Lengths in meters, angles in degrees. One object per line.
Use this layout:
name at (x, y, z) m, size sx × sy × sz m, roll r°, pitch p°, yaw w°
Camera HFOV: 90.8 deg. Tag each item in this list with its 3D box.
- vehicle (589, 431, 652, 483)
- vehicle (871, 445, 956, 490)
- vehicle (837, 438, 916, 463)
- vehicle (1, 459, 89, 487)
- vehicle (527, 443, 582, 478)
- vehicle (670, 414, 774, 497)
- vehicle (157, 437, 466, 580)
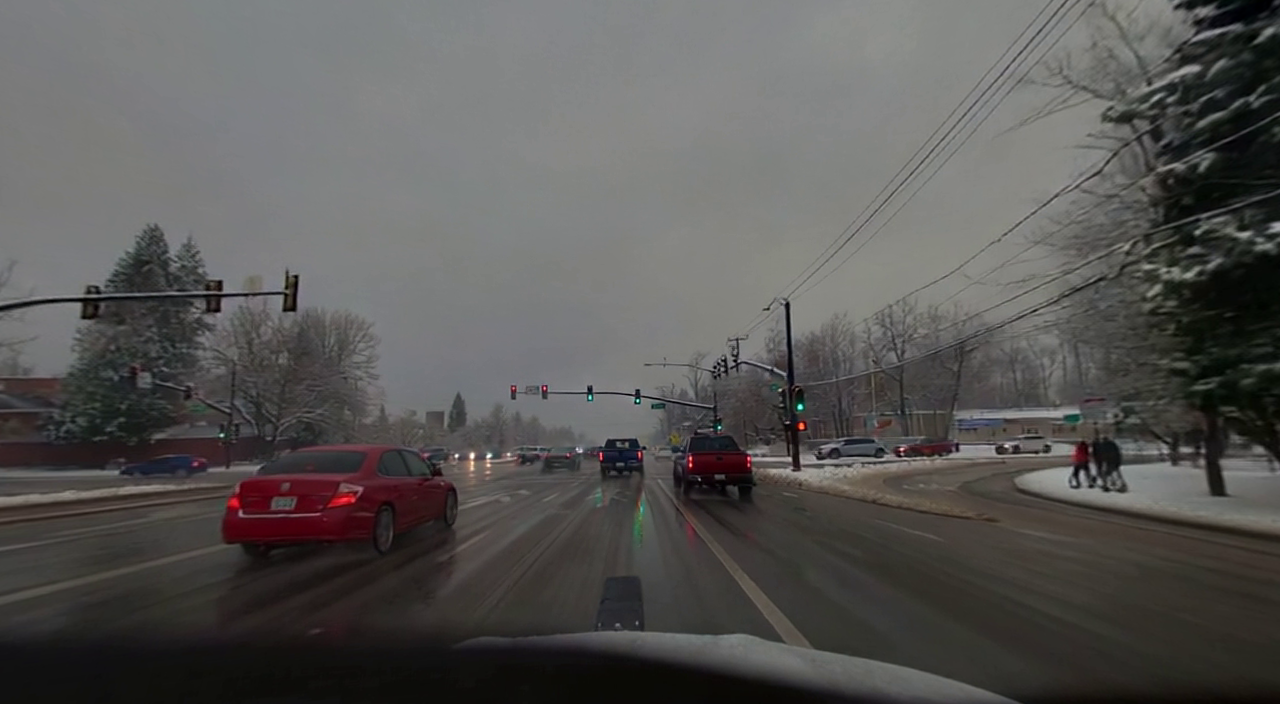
vehicle at (-0.784, 4.849, 29.452) m, size 2.643 × 2.145 × 5.585 m, roll 0°, pitch -8°, yaw 1°
vehicle at (9.711, 4.090, 22.806) m, size 2.212 × 1.466 × 4.126 m, roll -3°, pitch -9°, yaw 15°
vehicle at (16.955, 7.090, 45.401) m, size 4.782 × 1.768 × 2.152 m, roll 2°, pitch -9°, yaw -12°
vehicle at (-43.766, 8.863, 46.484) m, size 4.527 × 1.966 × 2.156 m, roll -1°, pitch -9°, yaw 7°
vehicle at (-4.433, 5.710, 33.543) m, size 2.273 × 1.749 × 4.385 m, roll 0°, pitch -8°, yaw 1°
vehicle at (2.819, 3.861, 23.955) m, size 2.905 × 2.636 × 6.895 m, roll 0°, pitch -9°, yaw -1°
vehicle at (-4.095, 1.991, 8.974) m, size 1.939 × 1.494 × 4.499 m, roll 0°, pitch -8°, yaw 0°
